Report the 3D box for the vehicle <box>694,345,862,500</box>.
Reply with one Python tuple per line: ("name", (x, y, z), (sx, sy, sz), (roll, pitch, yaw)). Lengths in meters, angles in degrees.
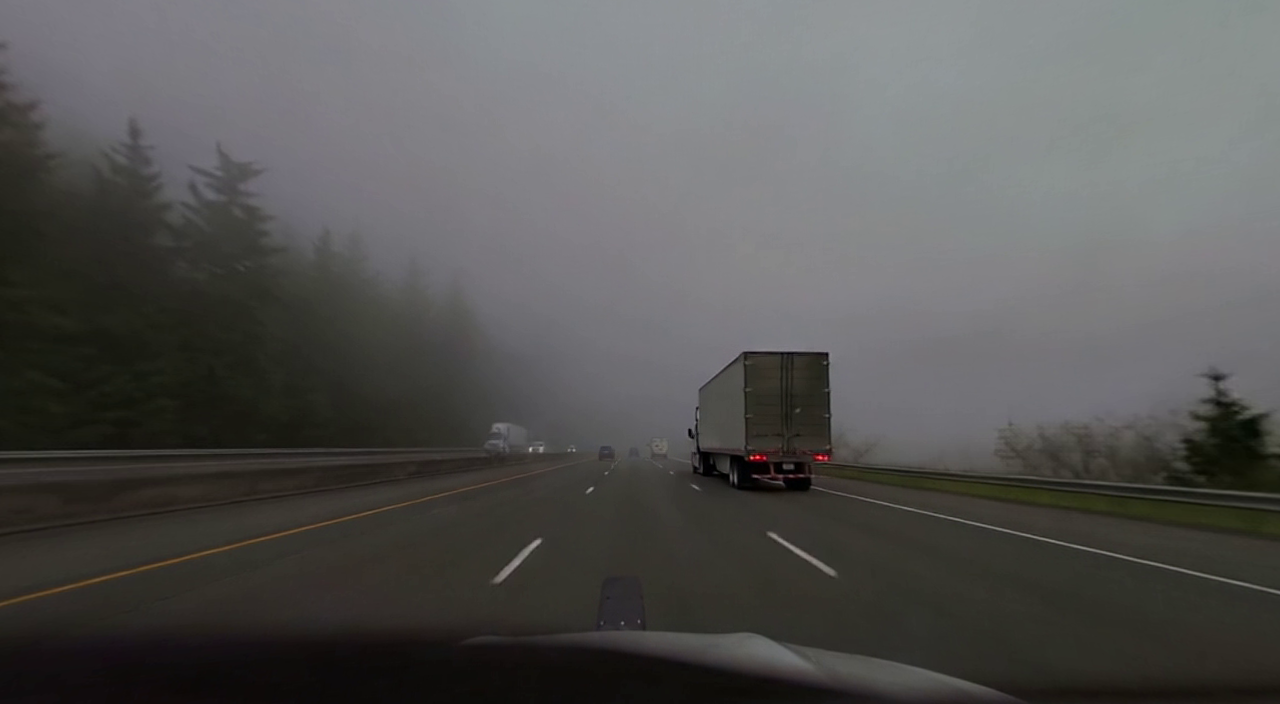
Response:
("vehicle", (4.149, 2.842, 23.067), (2.950, 4.033, 13.276), (0, -9, -1))
